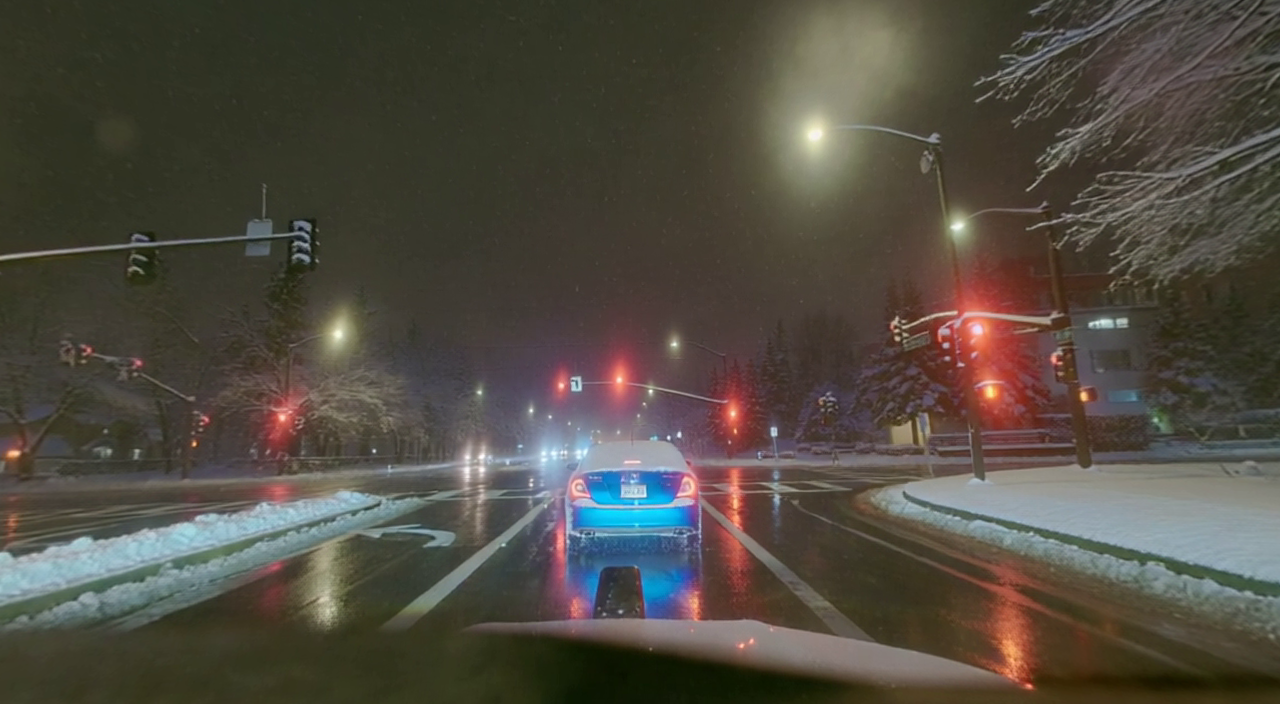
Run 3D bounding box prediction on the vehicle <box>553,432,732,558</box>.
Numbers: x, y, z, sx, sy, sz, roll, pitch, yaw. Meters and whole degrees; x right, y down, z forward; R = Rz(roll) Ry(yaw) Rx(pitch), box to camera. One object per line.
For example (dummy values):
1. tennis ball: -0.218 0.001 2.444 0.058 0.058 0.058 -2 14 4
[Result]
1. vehicle: -0.004 1.998 9.513 2.107 1.470 3.974 0 -9 -1
